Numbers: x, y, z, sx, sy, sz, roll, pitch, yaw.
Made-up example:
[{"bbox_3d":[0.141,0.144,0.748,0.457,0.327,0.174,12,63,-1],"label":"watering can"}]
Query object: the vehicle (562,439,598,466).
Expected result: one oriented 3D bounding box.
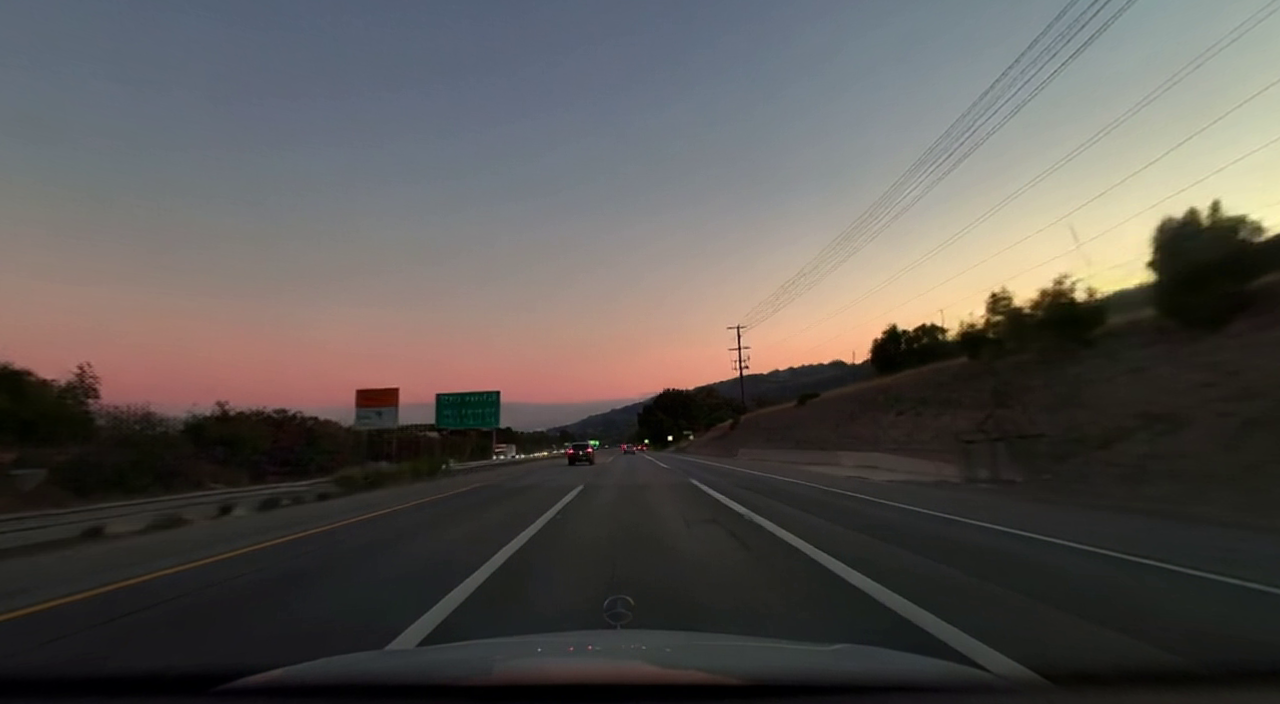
[{"bbox_3d":[-4.385,7.443,46.947,2.130,1.823,4.761,0,-8,0],"label":"vehicle"}]
